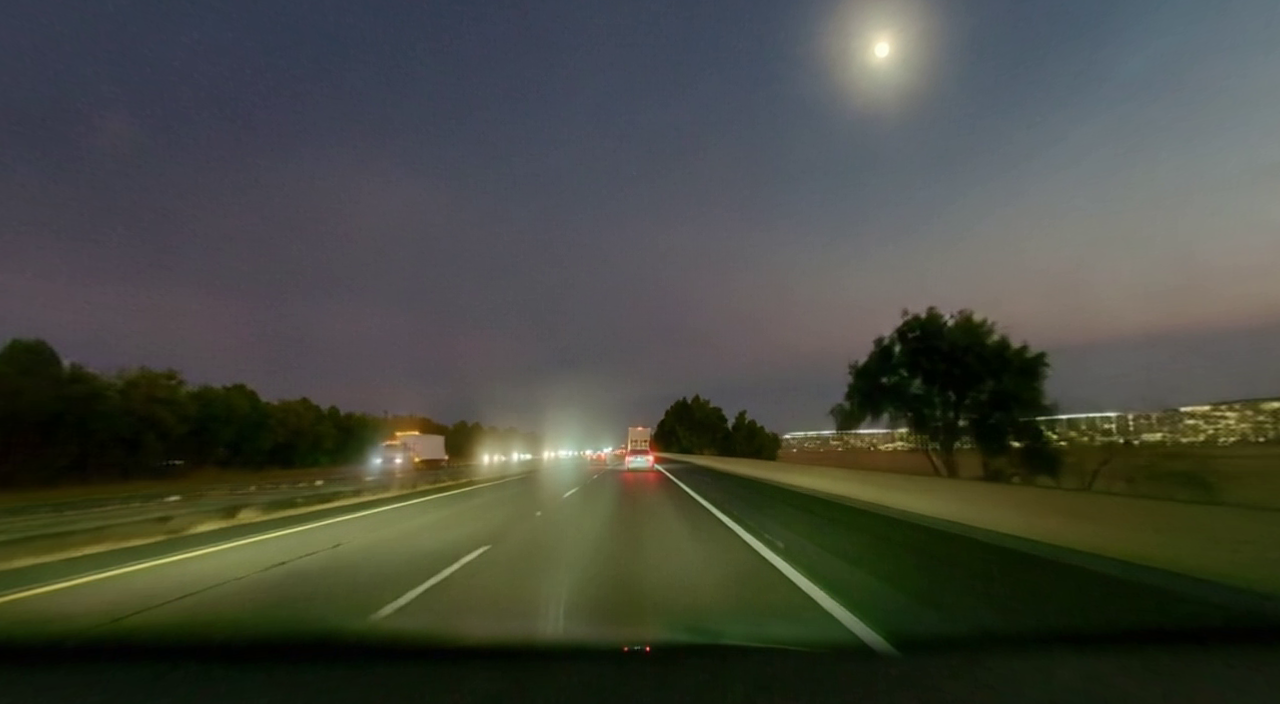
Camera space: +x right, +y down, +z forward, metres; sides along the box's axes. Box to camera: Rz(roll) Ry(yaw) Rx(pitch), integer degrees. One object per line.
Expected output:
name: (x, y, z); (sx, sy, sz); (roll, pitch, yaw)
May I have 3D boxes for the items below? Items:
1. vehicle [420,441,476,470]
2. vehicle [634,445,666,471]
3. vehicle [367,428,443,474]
vehicle: (-12.977, 7.037, 43.042); (2.352, 1.802, 4.648); (0, -9, -1)
vehicle: (0.619, 7.015, 41.878); (1.992, 1.593, 3.937); (0, -9, -2)
vehicle: (-17.617, 7.498, 47.882); (2.802, 3.131, 7.695); (0, -9, 0)
